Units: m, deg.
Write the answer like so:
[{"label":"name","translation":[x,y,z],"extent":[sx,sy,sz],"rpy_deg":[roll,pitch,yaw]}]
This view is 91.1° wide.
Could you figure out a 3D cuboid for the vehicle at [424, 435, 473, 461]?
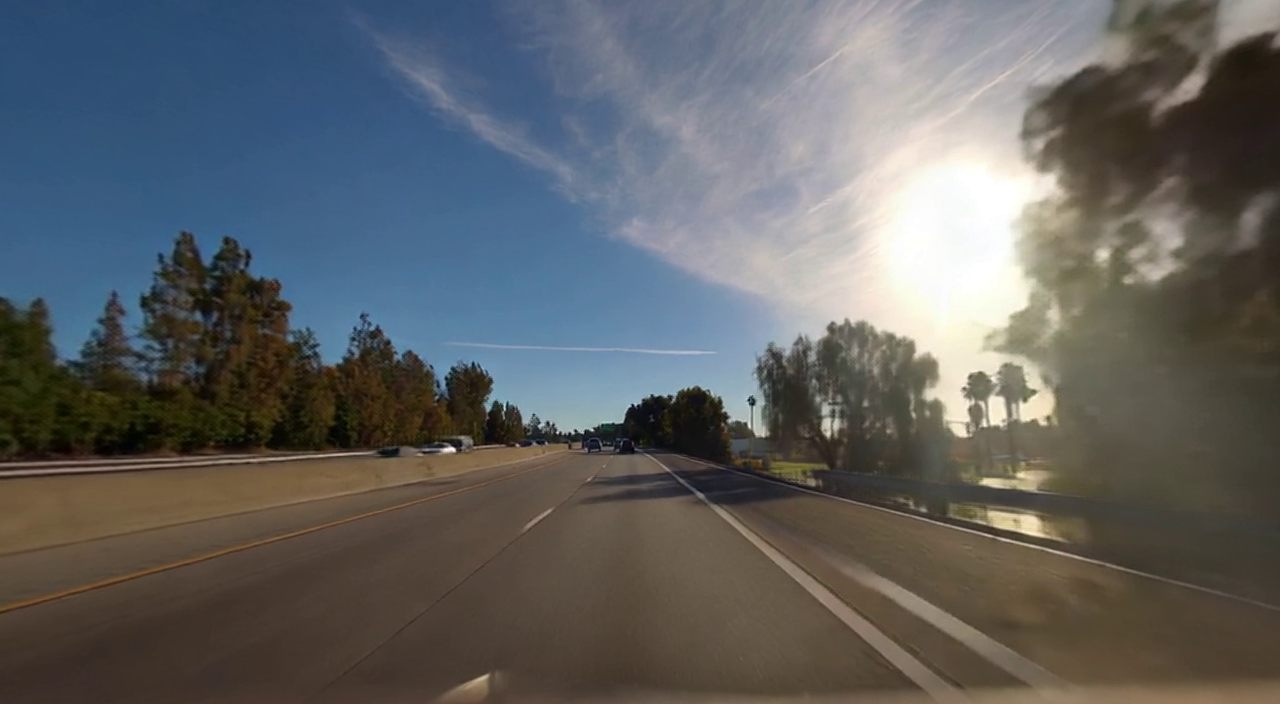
[{"label":"vehicle","translation":[-14.070,7.113,46.391],"extent":[2.231,1.820,4.733],"rpy_deg":[0,-9,-1]}]
